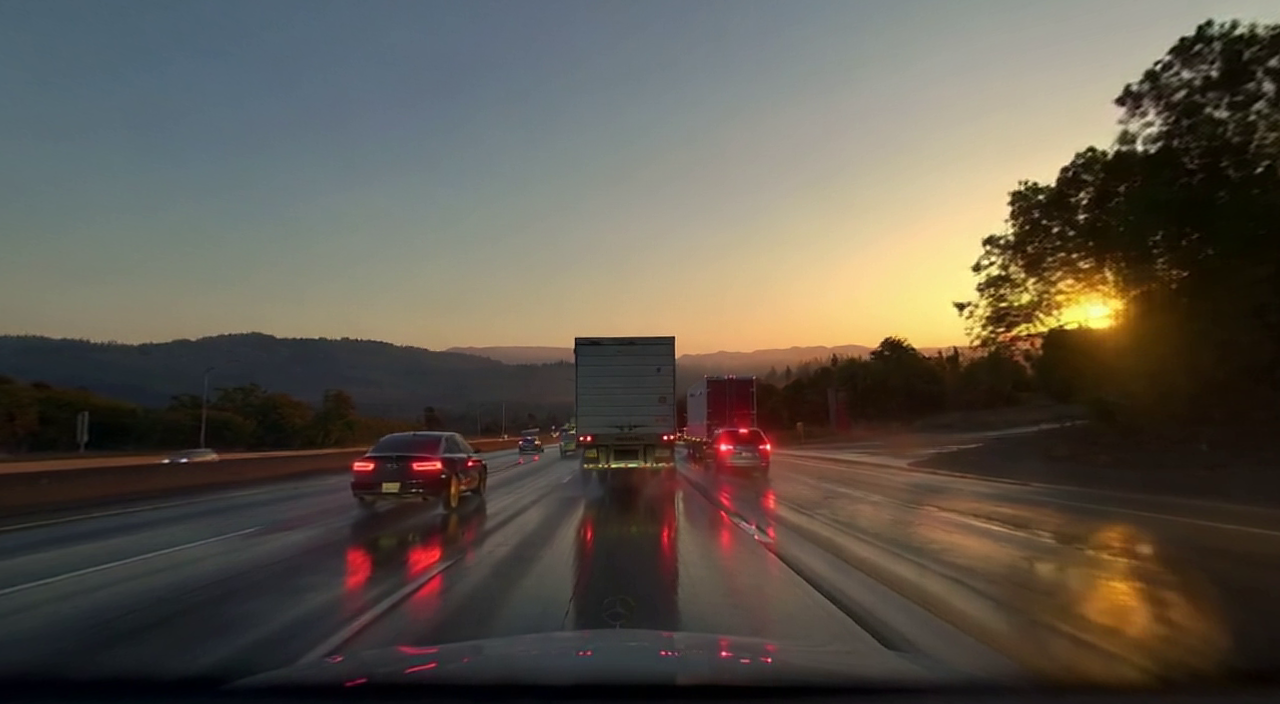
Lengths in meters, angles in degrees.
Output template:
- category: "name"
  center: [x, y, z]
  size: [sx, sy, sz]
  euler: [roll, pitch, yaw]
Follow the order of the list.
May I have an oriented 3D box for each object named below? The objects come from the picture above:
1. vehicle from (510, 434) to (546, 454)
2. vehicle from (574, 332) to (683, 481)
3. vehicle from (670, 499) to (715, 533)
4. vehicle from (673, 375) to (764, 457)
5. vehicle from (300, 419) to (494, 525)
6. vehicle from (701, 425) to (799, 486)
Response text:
- category: "vehicle"
  center: [-8.770, 7.214, 49.573]
  size: [2.019, 1.471, 4.347]
  euler: [0, -8, -1]
- category: "vehicle"
  center: [-0.432, 2.123, 22.075]
  size: [2.938, 4.033, 9.980]
  euler: [0, -8, -1]
- category: "vehicle"
  center: [3.708, 11.708, 44.925]
  size: [2.835, 2.000, 2.696]
  euler: [0, -7, -2]
- category: "vehicle"
  center: [4.141, 4.188, 37.340]
  size: [2.863, 3.936, 14.058]
  euler: [1, -9, -3]
- category: "vehicle"
  center: [-3.950, 1.987, 11.016]
  size: [1.882, 1.493, 3.828]
  euler: [0, -8, 0]
- category: "vehicle"
  center: [2.995, 2.910, 18.055]
  size: [1.976, 1.513, 4.065]
  euler: [0, -8, -2]
